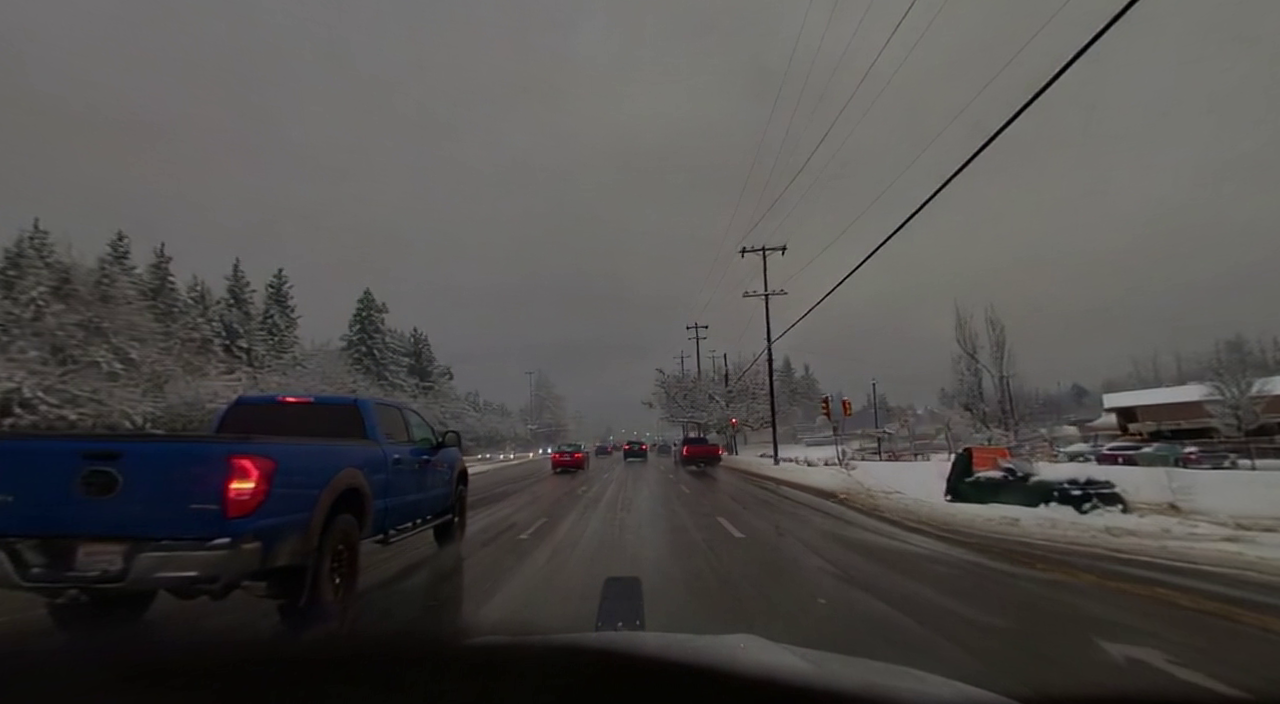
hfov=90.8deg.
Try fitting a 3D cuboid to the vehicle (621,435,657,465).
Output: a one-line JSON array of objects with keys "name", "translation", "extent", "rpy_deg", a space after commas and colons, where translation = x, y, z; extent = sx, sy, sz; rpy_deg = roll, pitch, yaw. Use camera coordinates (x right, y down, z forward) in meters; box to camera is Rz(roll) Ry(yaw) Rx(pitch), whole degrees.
[{"name": "vehicle", "translation": [-0.103, 7.538, 48.655], "extent": [2.643, 2.145, 5.585], "rpy_deg": [0, -9, 0]}]

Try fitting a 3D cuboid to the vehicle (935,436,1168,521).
[{"name": "vehicle", "translation": [9.152, 2.807, 14.603], "extent": [2.010, 1.633, 4.246], "rpy_deg": [1, -9, -11]}]

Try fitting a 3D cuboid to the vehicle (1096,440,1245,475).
[{"name": "vehicle", "translation": [23.556, 4.694, 28.324], "extent": [1.973, 1.436, 4.626], "rpy_deg": [3, -9, -19]}]

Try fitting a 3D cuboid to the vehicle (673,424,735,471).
[{"name": "vehicle", "translation": [3.953, 6.175, 40.854], "extent": [2.905, 2.636, 6.895], "rpy_deg": [-2, -9, -3]}]

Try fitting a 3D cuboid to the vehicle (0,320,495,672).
[{"name": "vehicle", "translation": [-3.562, 1.329, 7.025], "extent": [2.402, 2.194, 6.051], "rpy_deg": [0, -9, 0]}]

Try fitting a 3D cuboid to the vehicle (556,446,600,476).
[{"name": "vehicle", "translation": [-3.227, 5.736, 33.494], "extent": [1.939, 1.494, 4.499], "rpy_deg": [0, -9, -1]}]
